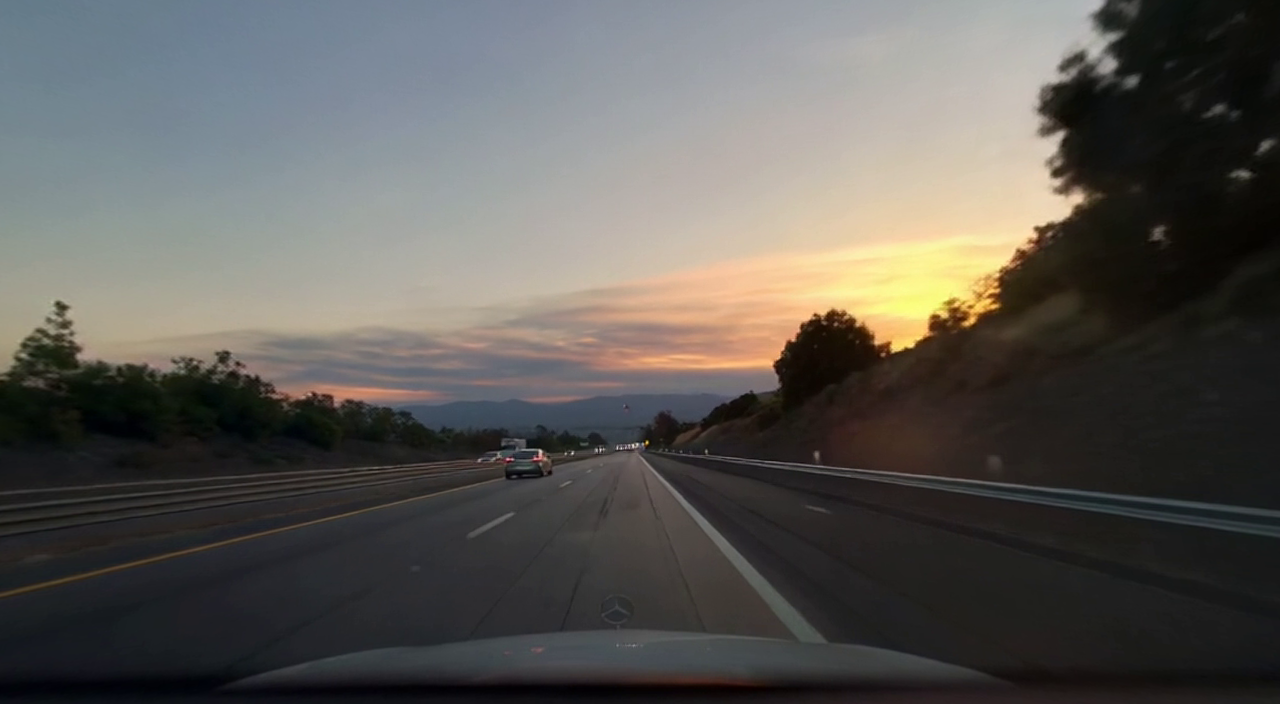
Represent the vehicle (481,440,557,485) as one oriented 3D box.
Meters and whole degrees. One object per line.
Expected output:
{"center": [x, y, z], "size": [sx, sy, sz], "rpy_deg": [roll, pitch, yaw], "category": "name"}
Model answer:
{"center": [-4.664, 4.341, 25.015], "size": [2.139, 1.577, 4.546], "rpy_deg": [-1, -9, 0], "category": "vehicle"}
